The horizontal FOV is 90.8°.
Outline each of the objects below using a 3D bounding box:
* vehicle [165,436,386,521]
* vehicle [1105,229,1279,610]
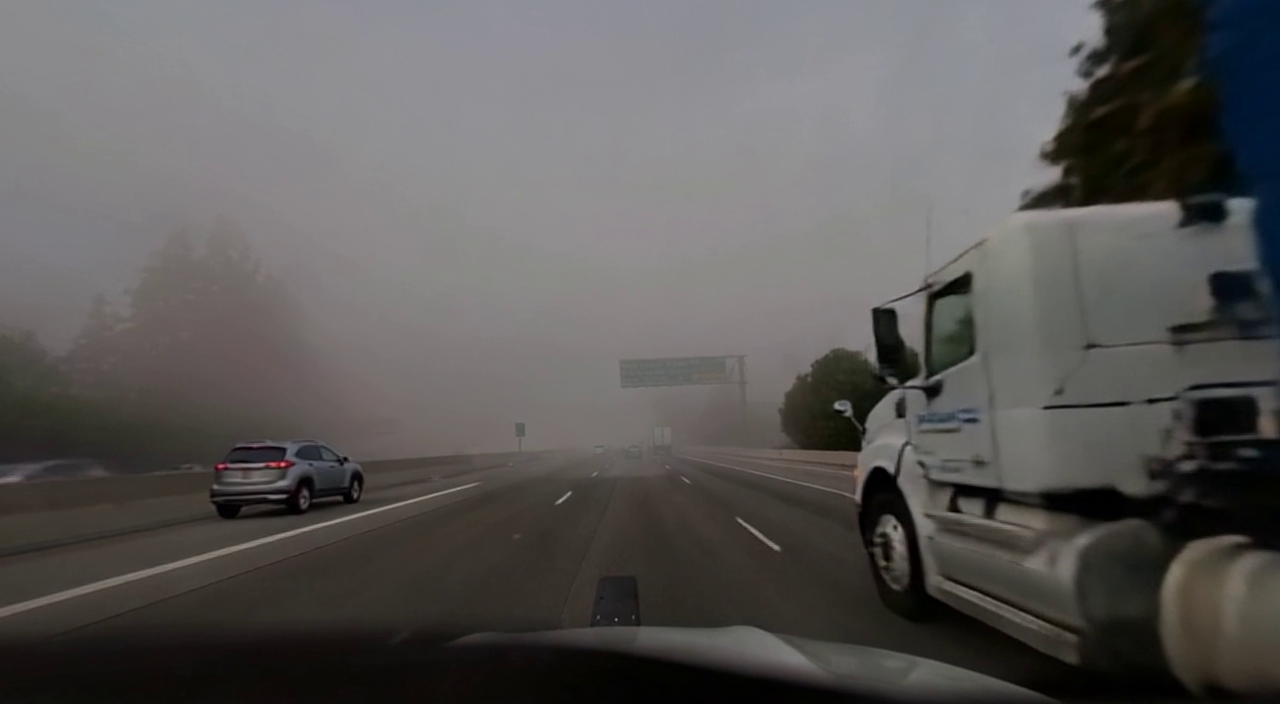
[{"bbox_3d":[-7.384,2.584,13.493,2.033,1.494,4.508,0,-9,0],"label":"vehicle"},{"bbox_3d":[6.153,0.225,2.944,2.530,2.821,6.720,0,-9,-3],"label":"vehicle"}]
